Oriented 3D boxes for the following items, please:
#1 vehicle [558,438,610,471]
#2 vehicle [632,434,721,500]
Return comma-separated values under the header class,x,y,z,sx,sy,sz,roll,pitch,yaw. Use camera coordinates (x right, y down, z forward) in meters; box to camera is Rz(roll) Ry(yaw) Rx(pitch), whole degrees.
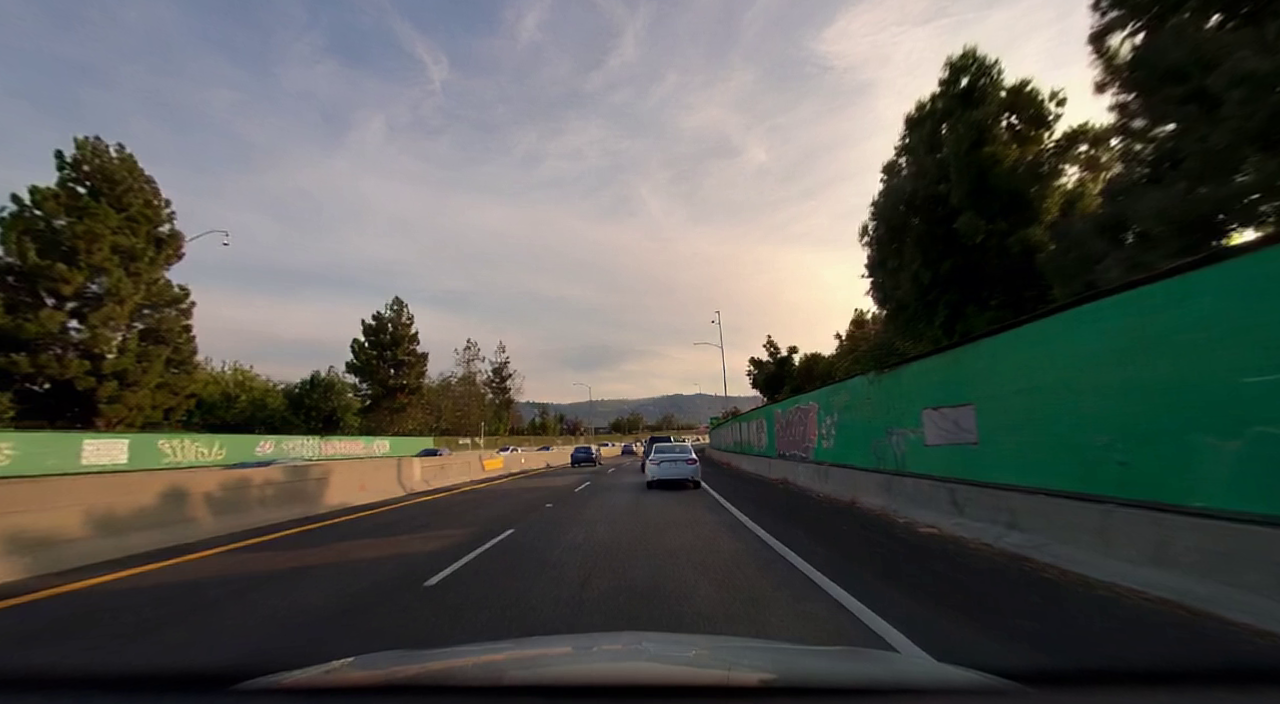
class,x,y,z,sx,sy,sz,roll,pitch,yaw
vehicle,-2.762,5.154,31.892,2.105,1.571,3.727,0,-8,2
vehicle,0.875,2.976,16.754,2.077,1.533,3.854,0,-8,1
